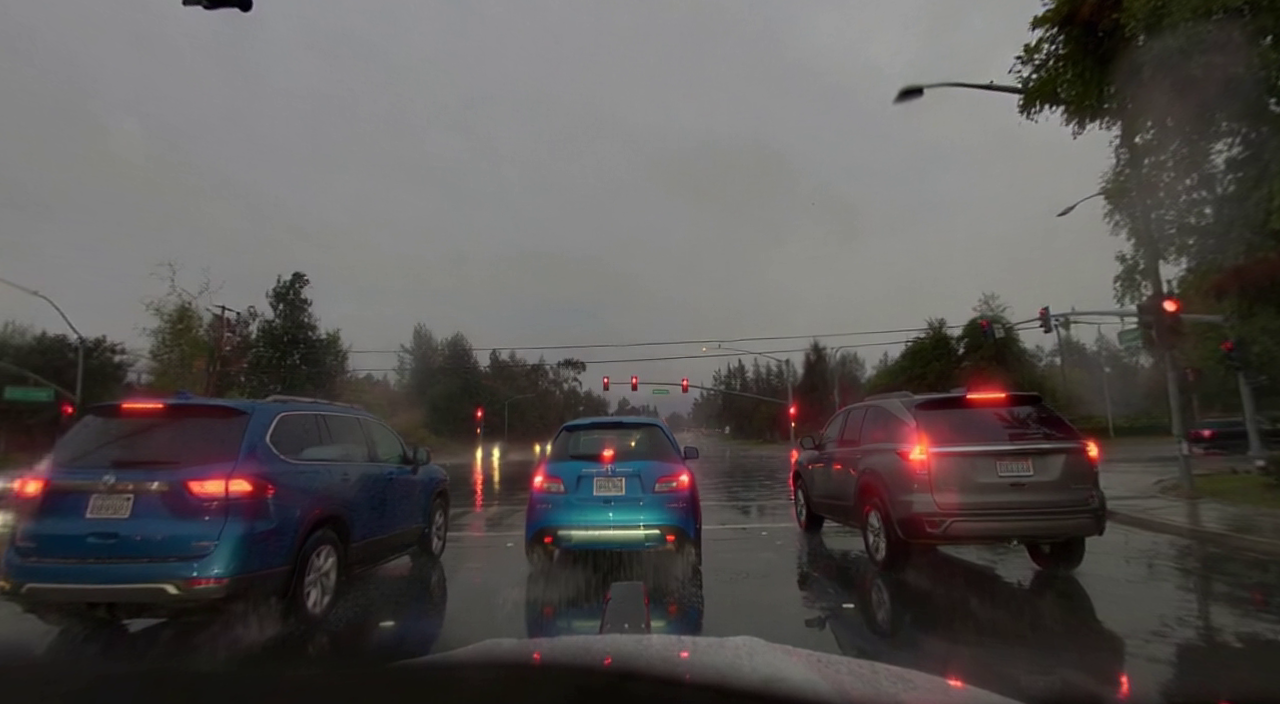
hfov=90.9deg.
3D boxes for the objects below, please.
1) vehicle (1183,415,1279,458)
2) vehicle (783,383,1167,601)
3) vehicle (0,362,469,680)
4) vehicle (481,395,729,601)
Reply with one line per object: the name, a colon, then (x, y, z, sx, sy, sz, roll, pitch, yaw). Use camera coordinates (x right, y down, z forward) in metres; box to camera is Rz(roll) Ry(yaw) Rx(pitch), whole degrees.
vehicle: (27.761, 3.828, 28.391, 4.535, 1.872, 1.975, 0, -9, 3)
vehicle: (3.271, 1.483, 7.515, 2.083, 1.779, 4.532, 0, -8, 0)
vehicle: (-3.276, 1.281, 5.882, 2.047, 1.810, 4.414, 0, -8, 1)
vehicle: (-0.239, 1.512, 7.321, 2.067, 1.702, 3.987, 0, -8, 2)
